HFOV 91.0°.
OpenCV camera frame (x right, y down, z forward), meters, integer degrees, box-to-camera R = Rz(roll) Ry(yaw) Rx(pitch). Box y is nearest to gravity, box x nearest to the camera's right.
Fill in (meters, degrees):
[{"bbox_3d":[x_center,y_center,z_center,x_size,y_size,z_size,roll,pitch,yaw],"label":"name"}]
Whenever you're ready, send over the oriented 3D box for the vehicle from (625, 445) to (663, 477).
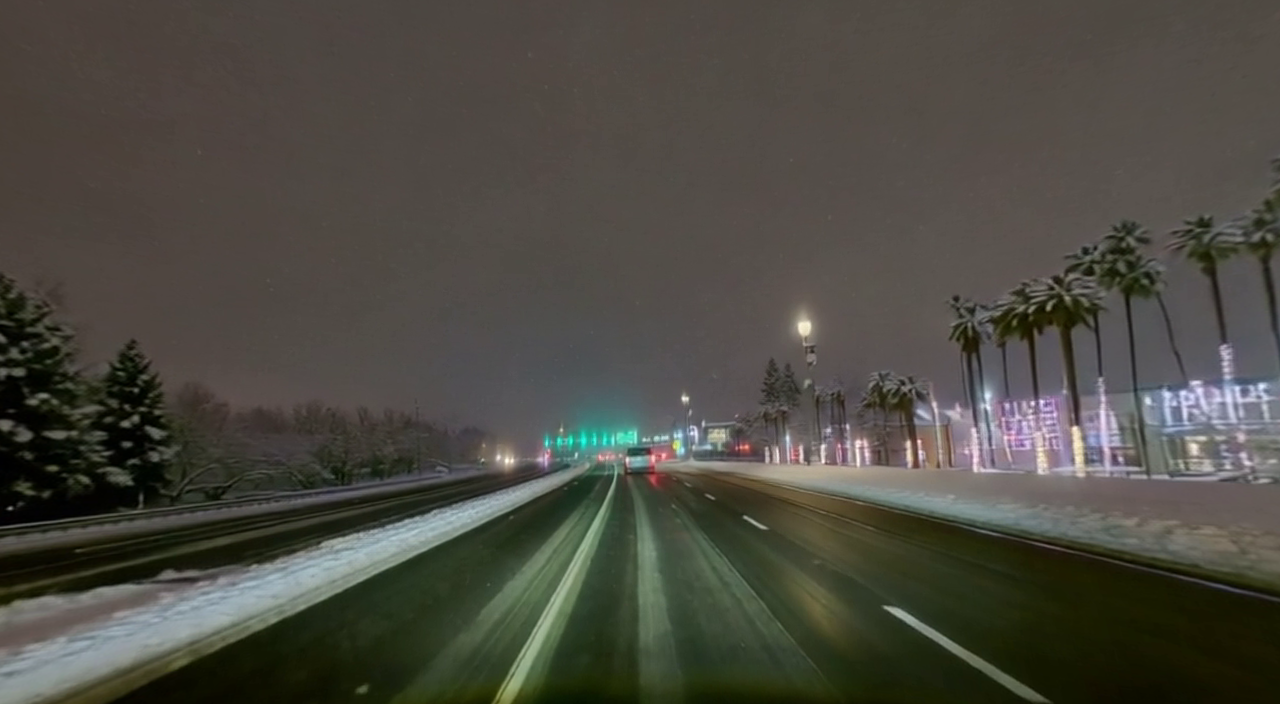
[{"bbox_3d":[0.216,6.353,37.015,2.089,1.718,4.193,0,-9,0],"label":"vehicle"}]
